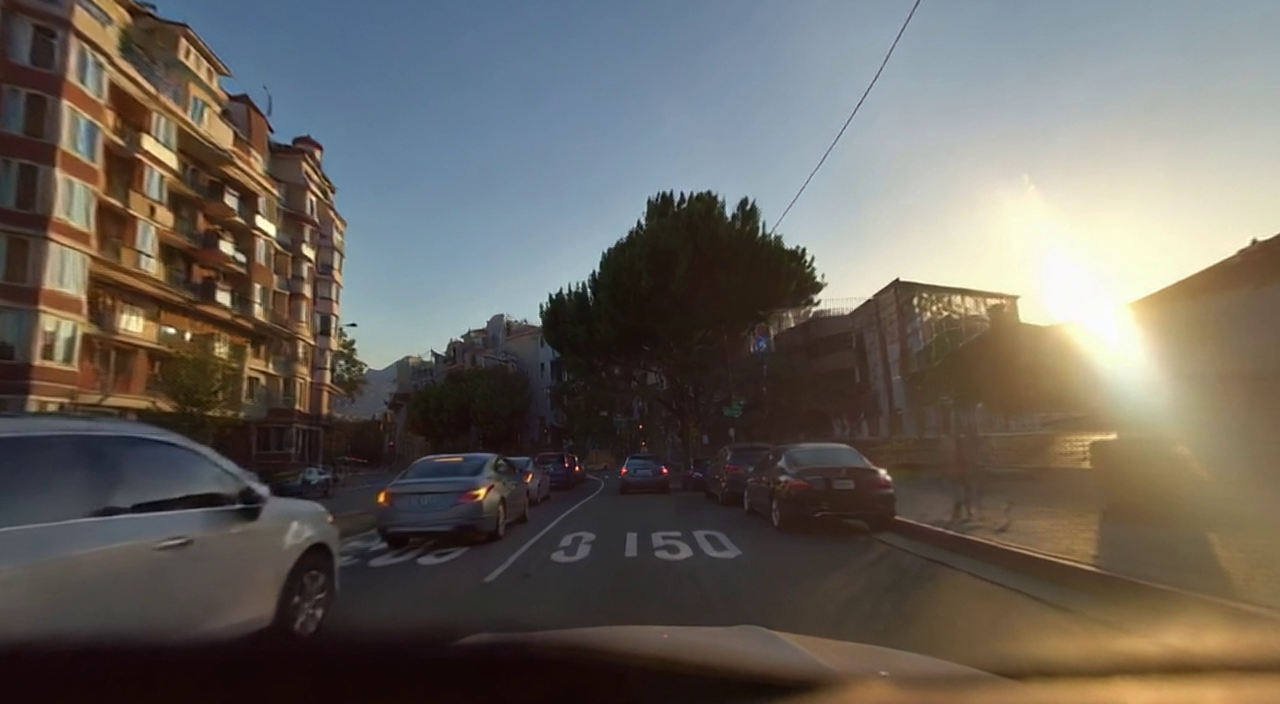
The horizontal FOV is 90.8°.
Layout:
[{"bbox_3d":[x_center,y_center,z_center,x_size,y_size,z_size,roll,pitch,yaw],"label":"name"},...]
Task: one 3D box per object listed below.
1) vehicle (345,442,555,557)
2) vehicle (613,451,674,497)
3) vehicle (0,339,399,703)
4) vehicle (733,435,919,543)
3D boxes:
[{"bbox_3d":[-2.798,2.271,10.576,2.109,1.477,4.509,0,-8,0],"label":"vehicle"},{"bbox_3d":[0.075,4.417,23.171,2.026,1.496,3.701,0,-8,-1],"label":"vehicle"},{"bbox_3d":[-3.031,0.972,2.988,2.065,1.705,4.353,0,-8,0],"label":"vehicle"},{"bbox_3d":[2.934,2.249,11.092,1.933,1.501,4.349,0,-8,0],"label":"vehicle"}]
